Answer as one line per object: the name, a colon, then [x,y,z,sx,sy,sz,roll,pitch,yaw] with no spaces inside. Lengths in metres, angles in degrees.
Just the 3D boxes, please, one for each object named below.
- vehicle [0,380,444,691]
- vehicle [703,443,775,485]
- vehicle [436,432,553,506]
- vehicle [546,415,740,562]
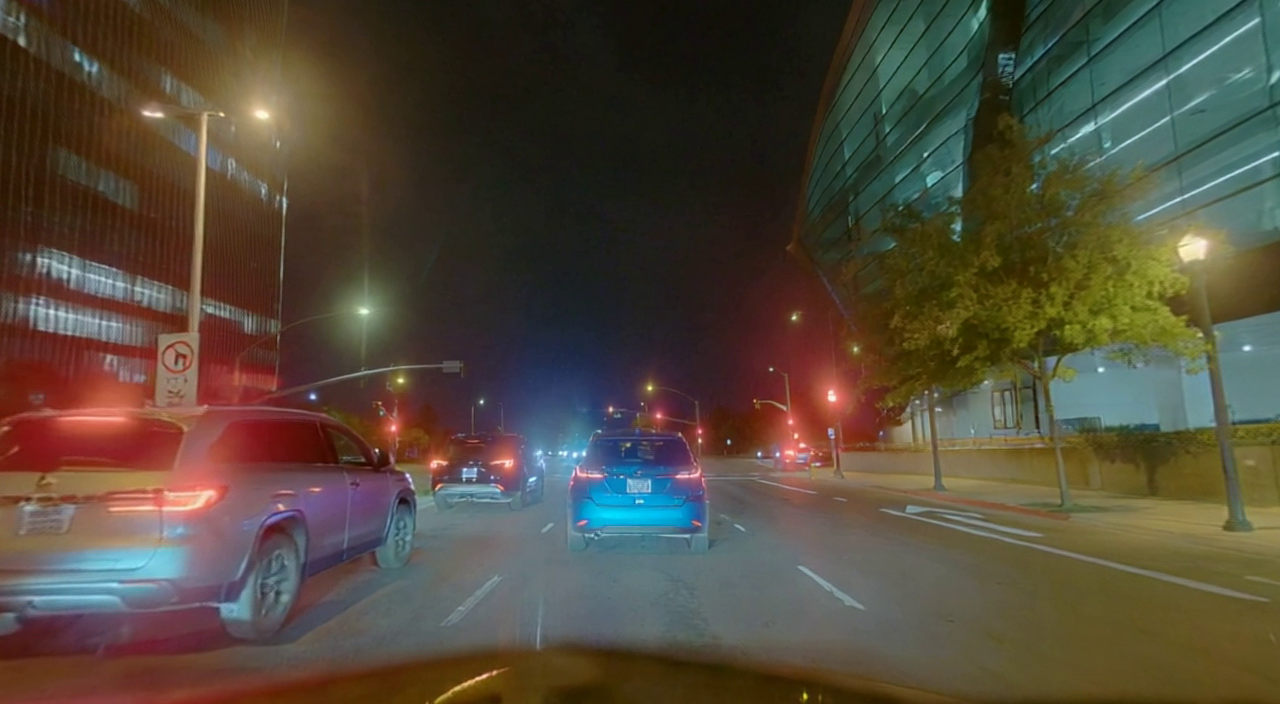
vehicle: [-3.560,1.324,5.730,2.083,1.691,4.398,0,-8,1]
vehicle: [3.714,4.260,24.461,2.082,1.445,4.426,0,-8,0]
vehicle: [-3.615,2.988,16.586,2.068,1.678,4.199,0,-8,0]
vehicle: [0.007,1.876,9.393,2.207,1.659,4.155,0,-8,-1]
